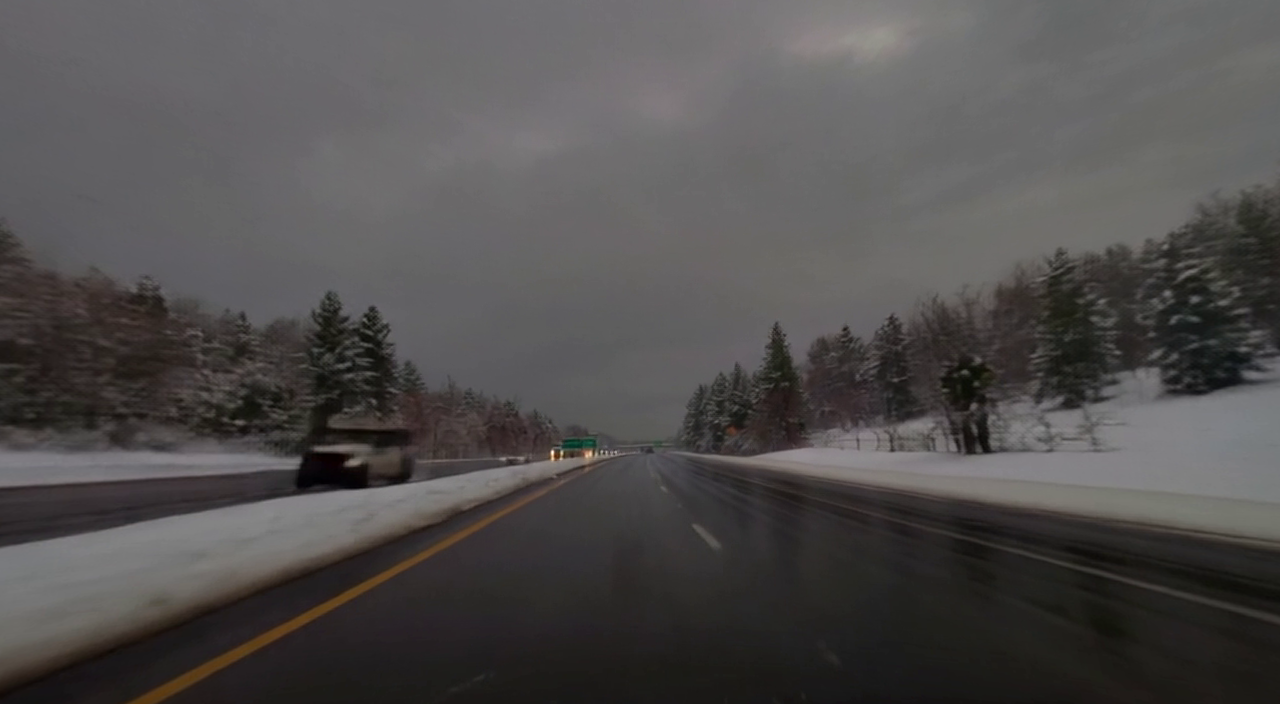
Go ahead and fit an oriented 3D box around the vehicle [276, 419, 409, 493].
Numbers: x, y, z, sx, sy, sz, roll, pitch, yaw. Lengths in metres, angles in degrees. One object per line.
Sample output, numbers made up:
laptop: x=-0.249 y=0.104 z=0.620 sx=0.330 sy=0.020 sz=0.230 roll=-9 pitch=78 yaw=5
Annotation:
vehicle: x=-10.090 y=3.601 z=21.862 sx=2.202 sy=2.240 sz=5.044 roll=0 pitch=-9 yaw=-1
